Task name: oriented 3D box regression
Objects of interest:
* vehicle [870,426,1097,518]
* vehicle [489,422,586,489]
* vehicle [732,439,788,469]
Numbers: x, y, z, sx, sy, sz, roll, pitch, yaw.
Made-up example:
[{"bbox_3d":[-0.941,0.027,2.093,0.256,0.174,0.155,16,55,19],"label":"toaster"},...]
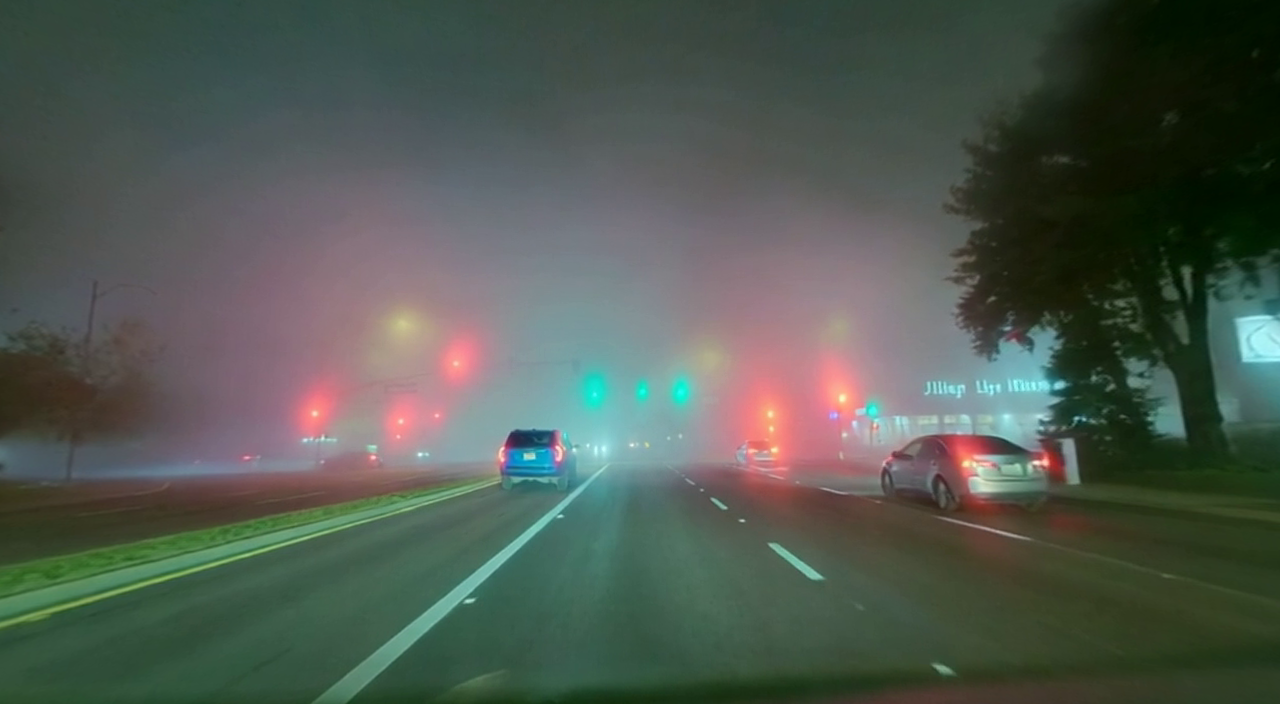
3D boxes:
[{"bbox_3d":[6.774,2.417,13.276,2.014,1.539,4.852,0,-8,0],"label":"vehicle"},{"bbox_3d":[-3.144,3.328,20.588,2.313,1.883,5.016,0,-8,0],"label":"vehicle"},{"bbox_3d":[6.294,5.399,33.696,1.972,1.476,4.775,0,-8,-2],"label":"vehicle"}]
